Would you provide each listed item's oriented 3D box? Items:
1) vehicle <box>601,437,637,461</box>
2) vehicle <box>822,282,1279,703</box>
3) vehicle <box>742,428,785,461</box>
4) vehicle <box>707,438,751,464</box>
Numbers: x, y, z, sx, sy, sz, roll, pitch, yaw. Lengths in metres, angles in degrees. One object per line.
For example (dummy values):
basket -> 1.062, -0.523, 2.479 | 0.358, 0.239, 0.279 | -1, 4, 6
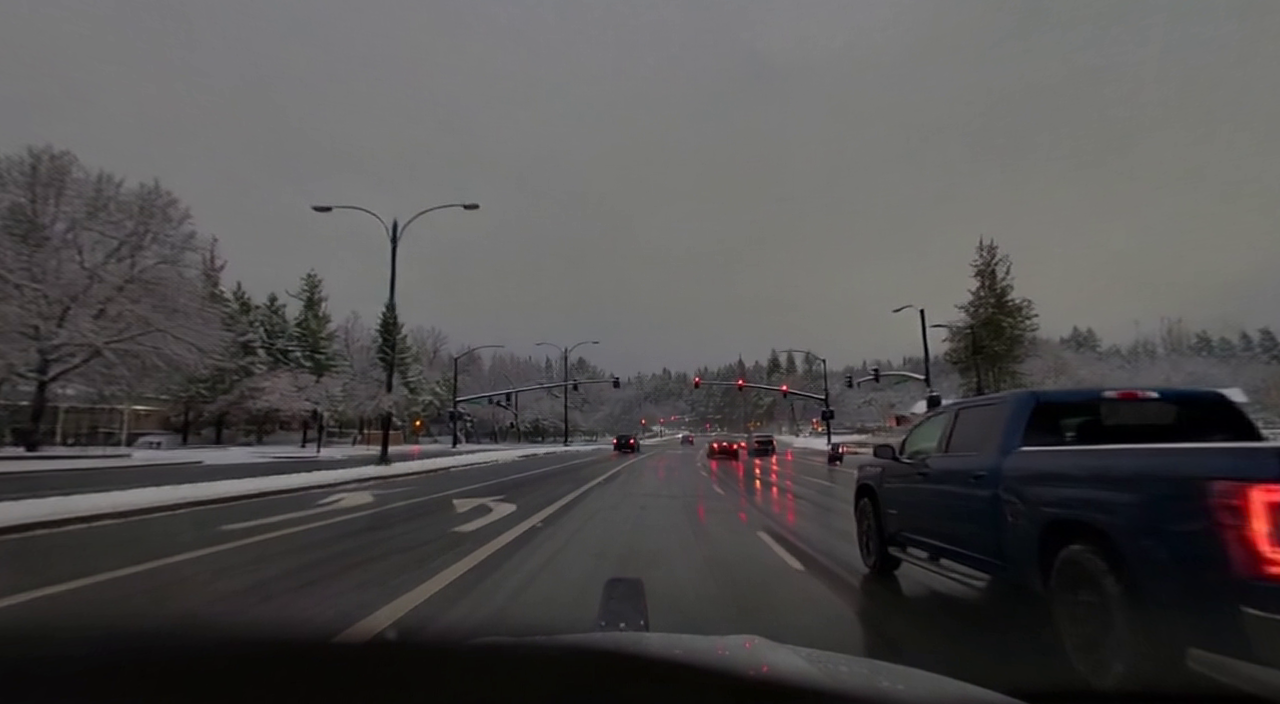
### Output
vehicle -> -1.386, 6.636, 43.338 | 1.958, 1.542, 4.175 | -1, -8, 5
vehicle -> 3.238, 0.968, 4.170 | 2.333, 1.777, 5.713 | 0, -8, 0
vehicle -> 8.844, 6.678, 45.612 | 2.186, 2.202, 5.426 | 0, -8, 3
vehicle -> 5.596, 6.284, 40.252 | 2.292, 1.563, 4.734 | 0, -8, 2
